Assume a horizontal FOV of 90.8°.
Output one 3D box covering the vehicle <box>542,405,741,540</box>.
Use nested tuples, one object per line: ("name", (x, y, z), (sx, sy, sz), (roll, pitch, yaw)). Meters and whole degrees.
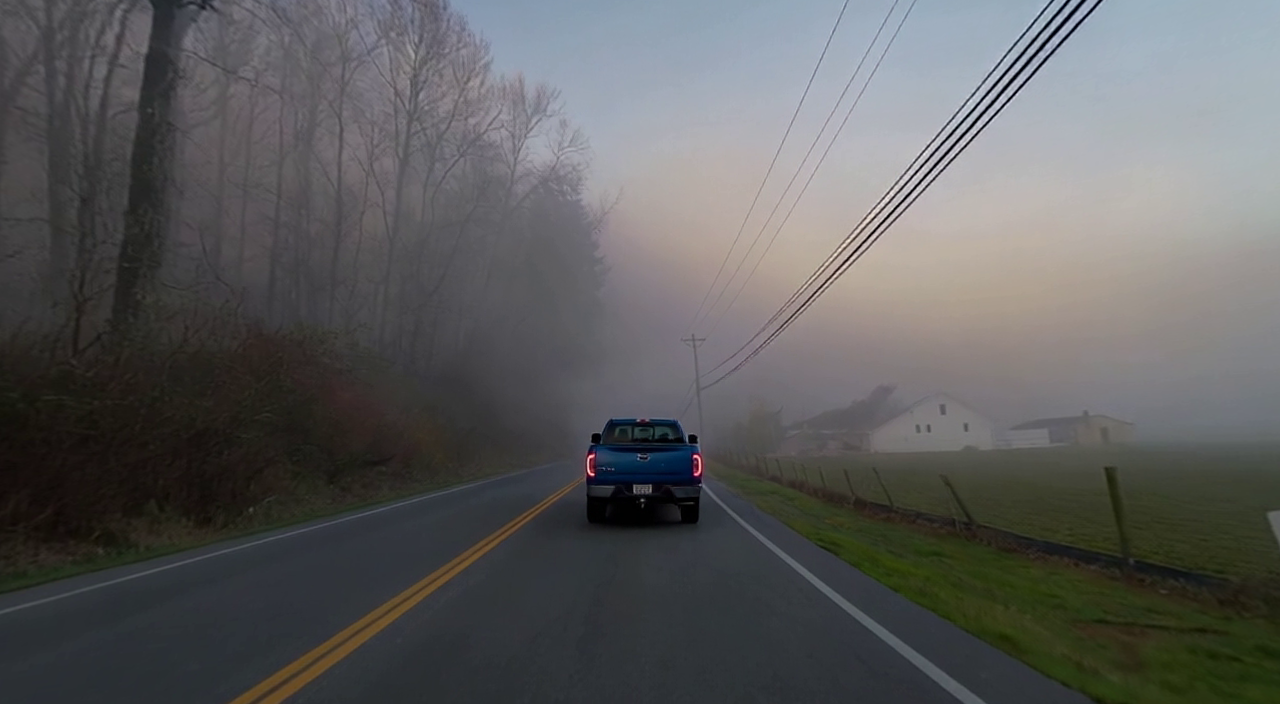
("vehicle", (-0.048, 2.108, 11.819), (2.774, 1.861, 5.885), (0, -8, -1))
